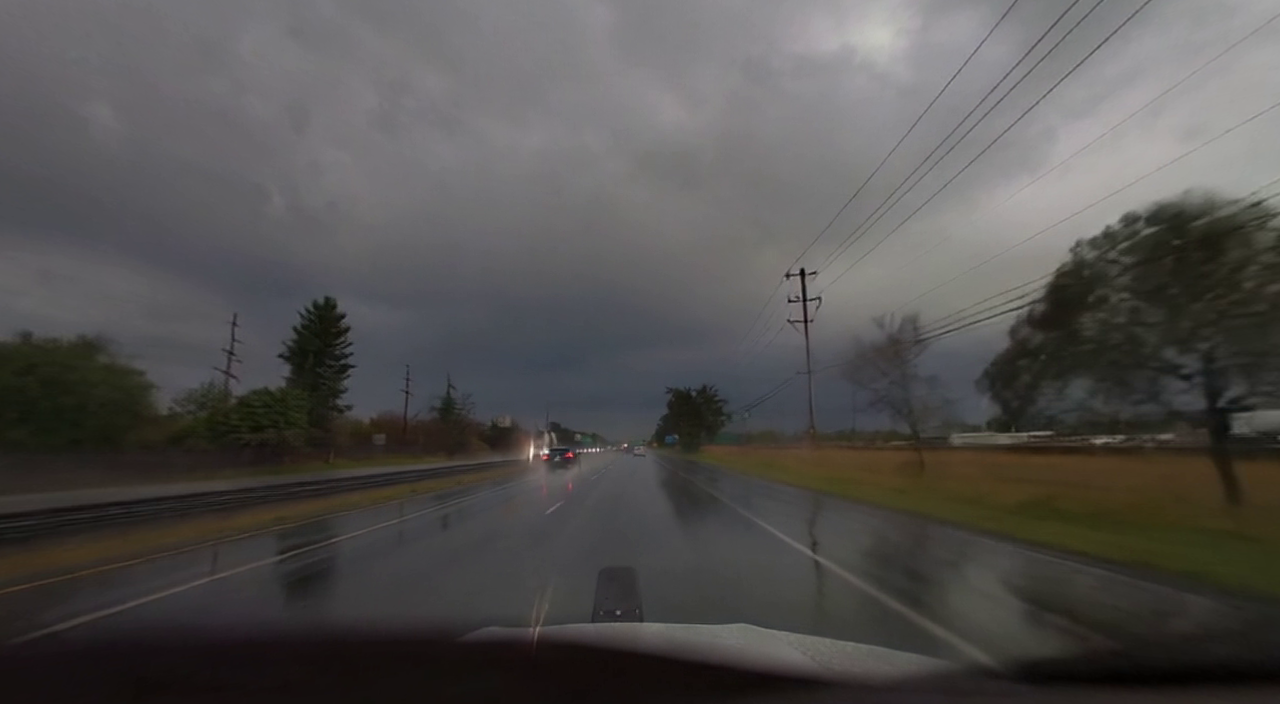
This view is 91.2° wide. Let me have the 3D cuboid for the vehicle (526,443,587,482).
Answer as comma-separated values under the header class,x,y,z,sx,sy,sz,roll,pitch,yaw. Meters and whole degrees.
class,x,y,z,sx,sy,sz,roll,pitch,yaw
vehicle,-3.625,4.890,28.001,2.123,1.545,4.404,0,-9,0
